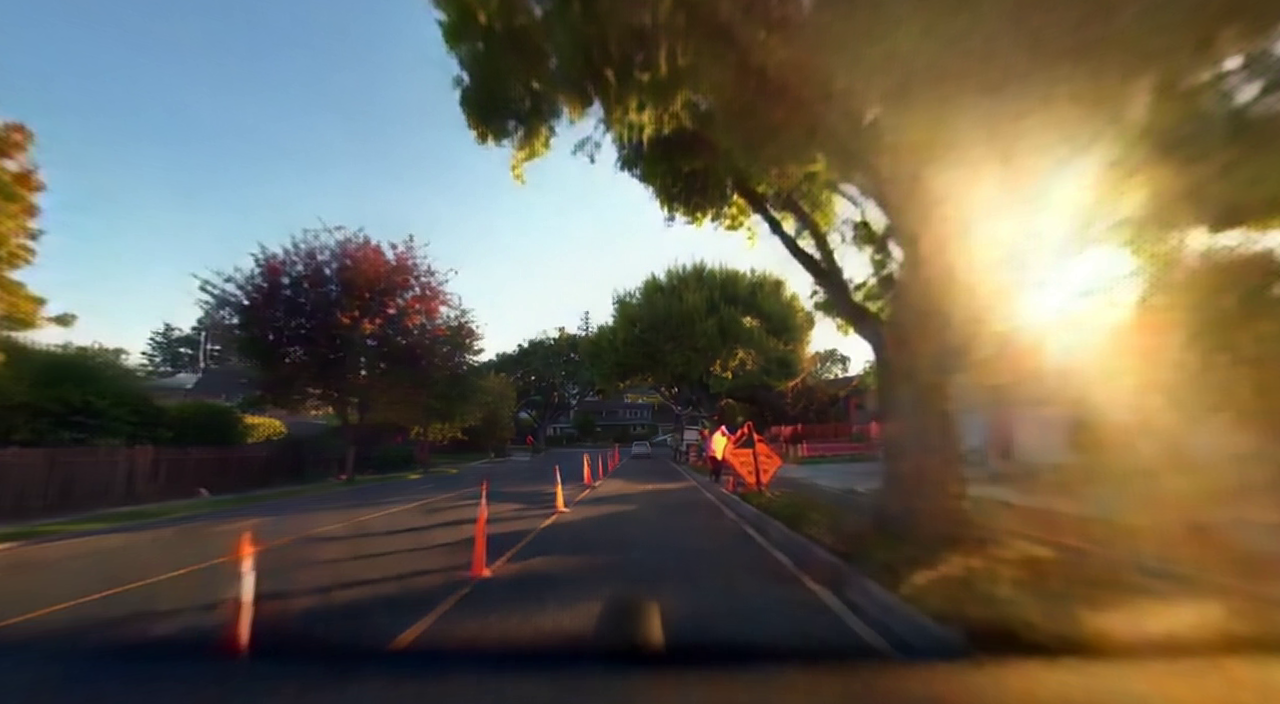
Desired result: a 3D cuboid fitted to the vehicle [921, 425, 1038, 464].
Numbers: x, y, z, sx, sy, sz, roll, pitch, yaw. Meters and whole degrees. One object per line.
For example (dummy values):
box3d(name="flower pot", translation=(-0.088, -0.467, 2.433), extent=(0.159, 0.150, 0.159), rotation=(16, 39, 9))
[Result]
box3d(name="vehicle", translation=(15.720, 4.293, 29.283), extent=(4.302, 1.736, 1.932), rotation=(0, -8, -2))

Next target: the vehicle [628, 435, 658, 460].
box3d(name="vehicle", translation=(0.210, 6.952, 45.852), extent=(2.151, 1.708, 4.084), rotation=(0, -9, 0))

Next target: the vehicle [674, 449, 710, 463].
box3d(name="vehicle", translation=(3.474, 6.980, 42.504), extent=(2.123, 0.883, 3.024), rotation=(0, -8, 0))

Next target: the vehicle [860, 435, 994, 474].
box3d(name="vehicle", translation=(11.350, 4.064, 25.130), extent=(4.463, 1.466, 1.813), rotation=(0, -8, 3))
